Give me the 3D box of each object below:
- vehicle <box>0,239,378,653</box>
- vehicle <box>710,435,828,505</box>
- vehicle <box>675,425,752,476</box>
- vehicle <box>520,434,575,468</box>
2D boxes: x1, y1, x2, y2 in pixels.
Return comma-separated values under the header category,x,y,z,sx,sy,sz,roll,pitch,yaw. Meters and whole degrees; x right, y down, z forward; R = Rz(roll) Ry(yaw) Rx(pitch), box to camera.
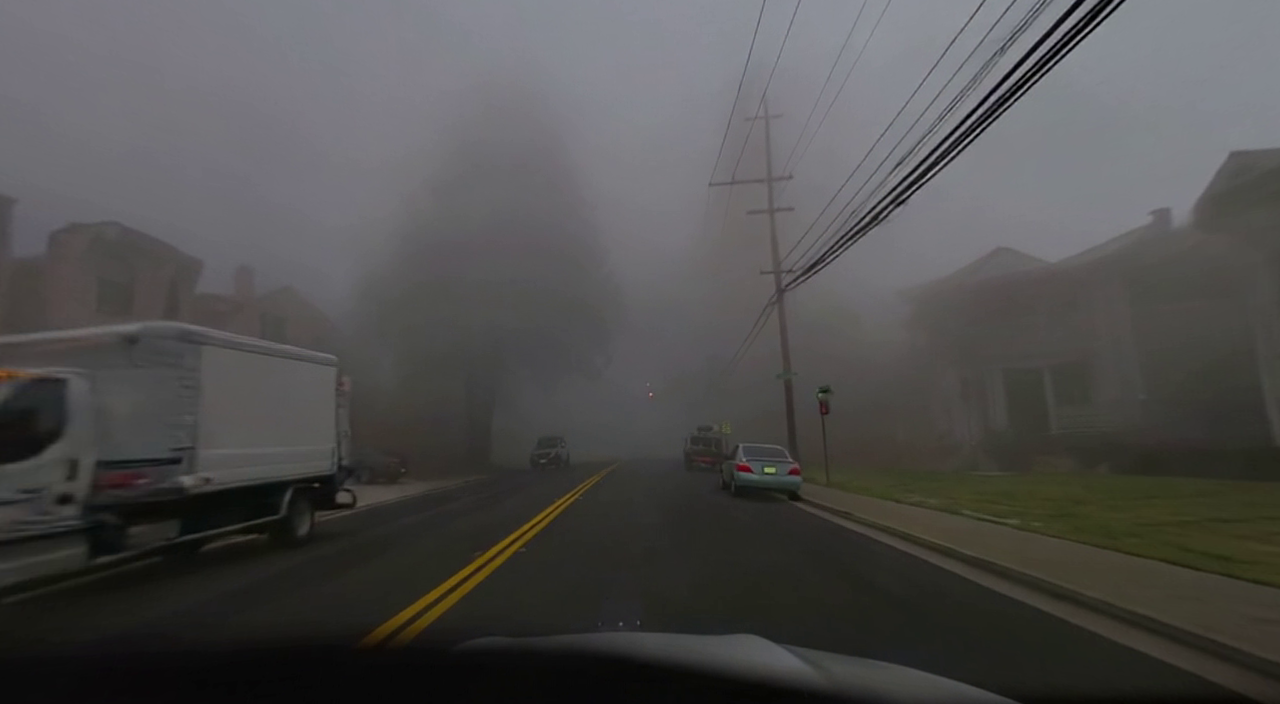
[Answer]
category,x,y,z,sx,sy,sz,roll,pitch,yaw
vehicle,-6.471,1.087,7.544,3.197,3.187,7.847,-3,-7,2
vehicle,3.021,2.872,15.984,1.890,1.463,4.952,0,-8,-1
vehicle,3.003,4.237,27.451,2.496,1.895,6.434,0,-8,-1
vehicle,-5.855,6.352,40.724,2.427,1.998,5.239,-1,-8,4
